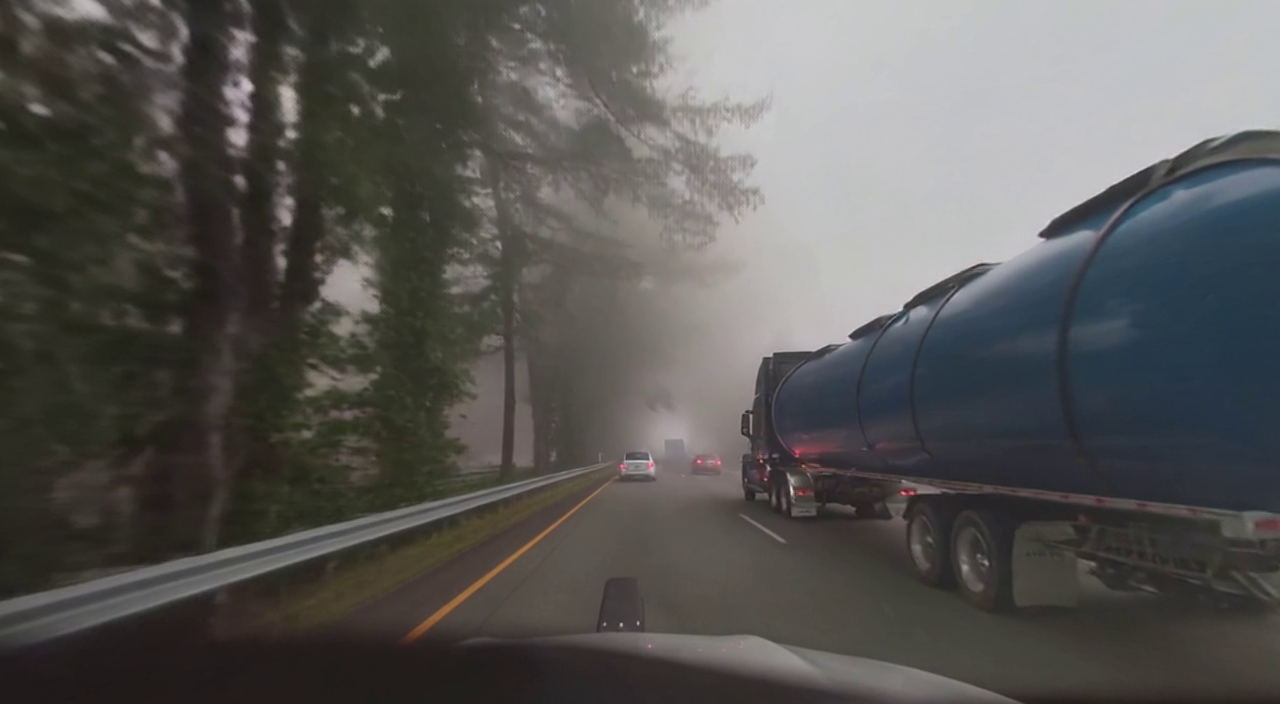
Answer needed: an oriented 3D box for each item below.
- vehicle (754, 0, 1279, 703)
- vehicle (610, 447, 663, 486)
[{"bbox_3d":[3.937,0.869,8.225,2.694,3.453,11.641,0,-9,0],"label":"vehicle"},{"bbox_3d":[-0.121,4.667,25.964,2.003,1.490,3.636,0,-9,0],"label":"vehicle"}]
